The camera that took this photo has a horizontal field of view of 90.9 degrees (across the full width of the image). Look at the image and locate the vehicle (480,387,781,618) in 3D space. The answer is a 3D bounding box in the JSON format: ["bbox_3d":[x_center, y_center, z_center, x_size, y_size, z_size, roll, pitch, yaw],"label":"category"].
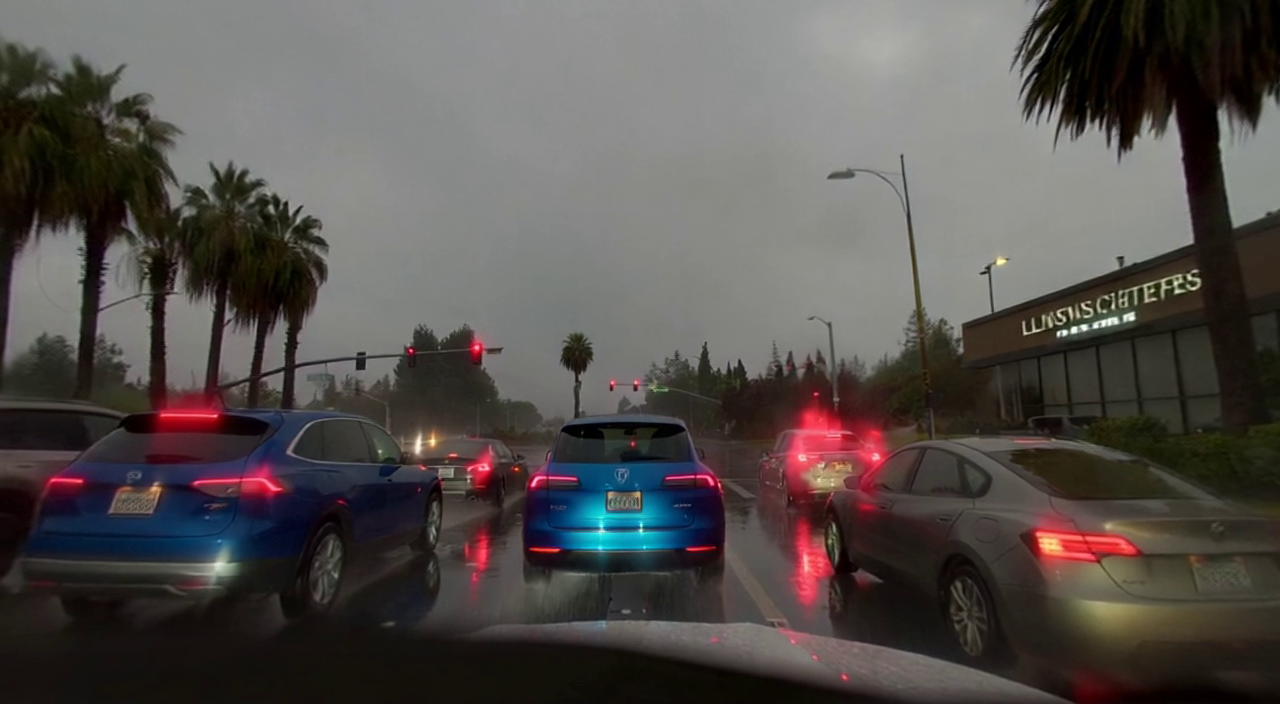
[{"bbox_3d":[-0.125,1.464,7.064,2.280,1.747,4.361,0,-8,-2],"label":"vehicle"}]

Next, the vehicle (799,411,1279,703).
[{"bbox_3d":[2.973,1.365,5.251,2.017,1.491,4.611,0,-8,-1],"label":"vehicle"}]

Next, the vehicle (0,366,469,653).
[{"bbox_3d":[-3.340,1.283,6.128,2.014,1.755,4.360,0,-8,1],"label":"vehicle"}]
